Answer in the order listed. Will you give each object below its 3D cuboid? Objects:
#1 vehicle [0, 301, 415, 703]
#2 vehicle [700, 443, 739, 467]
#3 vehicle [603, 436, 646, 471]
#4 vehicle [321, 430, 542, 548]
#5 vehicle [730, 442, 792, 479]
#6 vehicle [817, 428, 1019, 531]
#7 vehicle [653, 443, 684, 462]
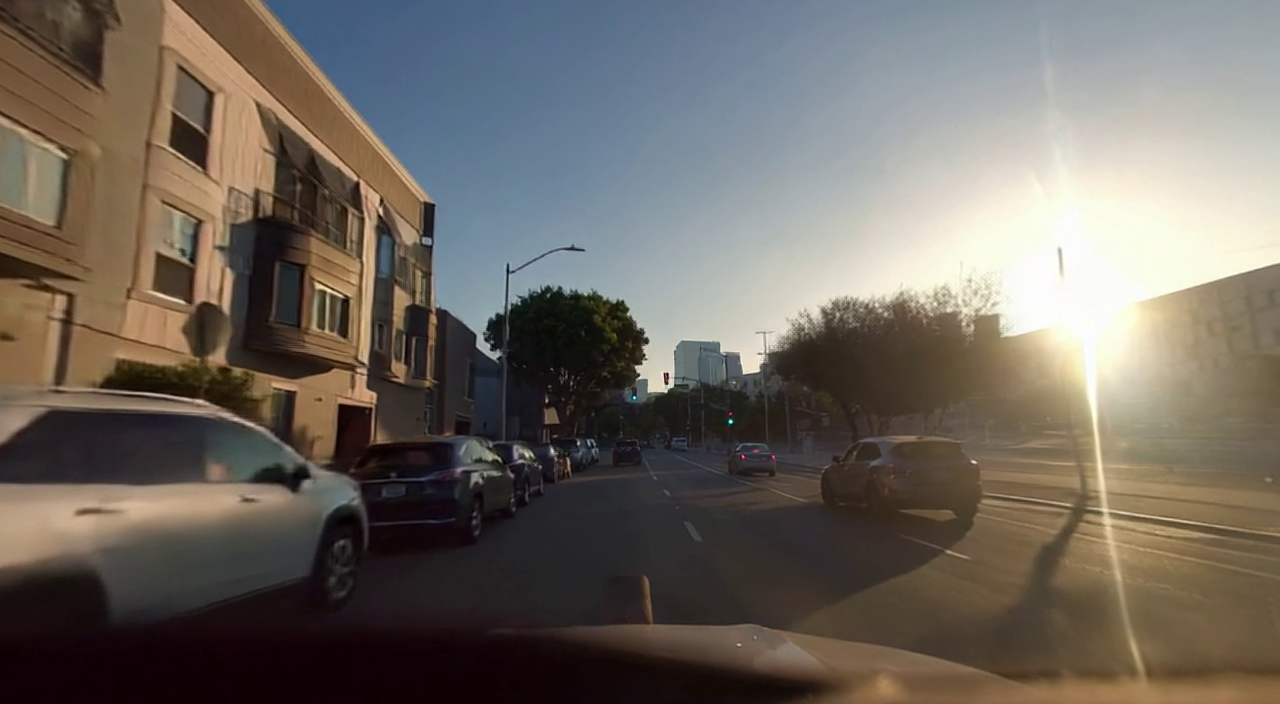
[{"bbox_3d":[-3.404,0.957,3.767,2.187,1.819,5.101,0,-8,0],"label":"vehicle"},{"bbox_3d":[5.126,6.681,41.188,1.917,1.467,4.452,0,-8,-1],"label":"vehicle"},{"bbox_3d":[-0.763,5.339,33.272,2.122,1.689,3.885,0,-8,0],"label":"vehicle"},{"bbox_3d":[-3.053,2.127,10.597,2.121,1.490,4.910,0,-8,-1],"label":"vehicle"},{"bbox_3d":[5.090,4.586,26.934,1.799,1.463,3.464,0,-9,-2],"label":"vehicle"},{"bbox_3d":[4.972,2.326,12.051,1.891,1.599,4.173,0,-9,-1],"label":"vehicle"},{"bbox_3d":[2.162,7.810,49.158,2.182,1.450,4.013,0,-8,-1],"label":"vehicle"}]
